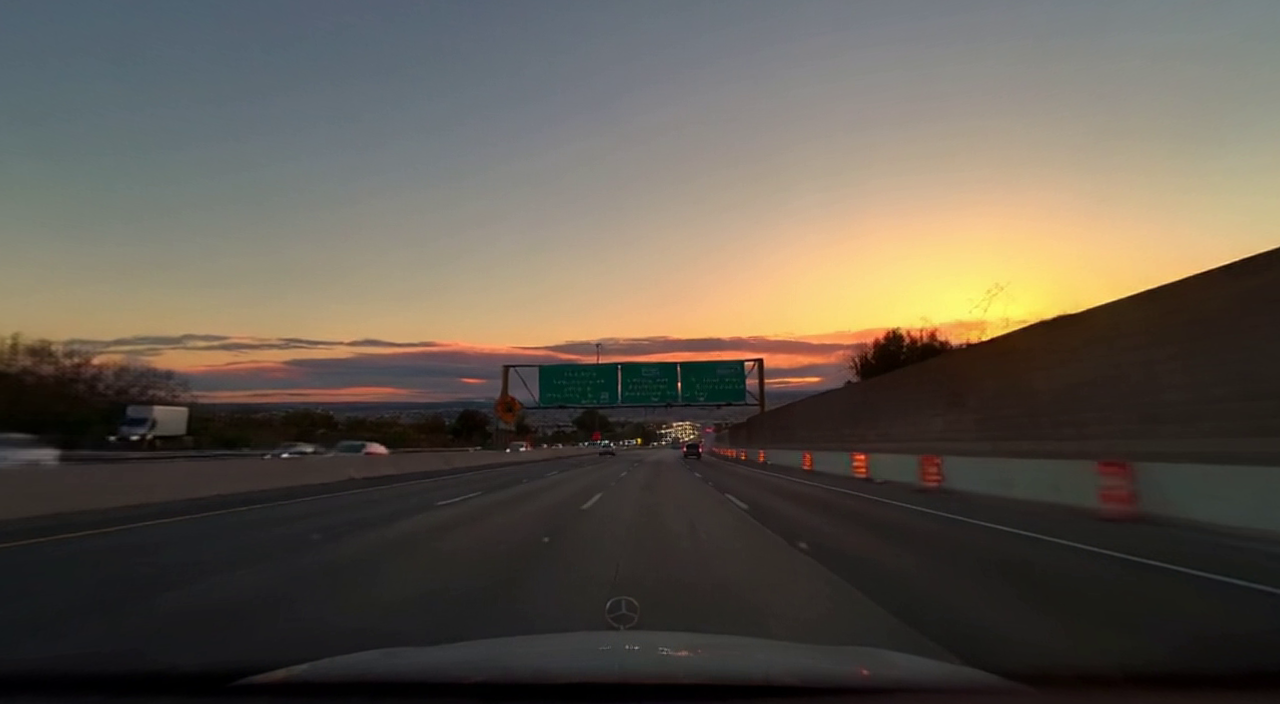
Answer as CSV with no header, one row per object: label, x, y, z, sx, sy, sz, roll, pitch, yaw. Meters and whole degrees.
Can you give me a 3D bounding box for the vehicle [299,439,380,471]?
vehicle,-15.215,5.231,32.117,1.931,1.525,4.044,-1,-9,3
